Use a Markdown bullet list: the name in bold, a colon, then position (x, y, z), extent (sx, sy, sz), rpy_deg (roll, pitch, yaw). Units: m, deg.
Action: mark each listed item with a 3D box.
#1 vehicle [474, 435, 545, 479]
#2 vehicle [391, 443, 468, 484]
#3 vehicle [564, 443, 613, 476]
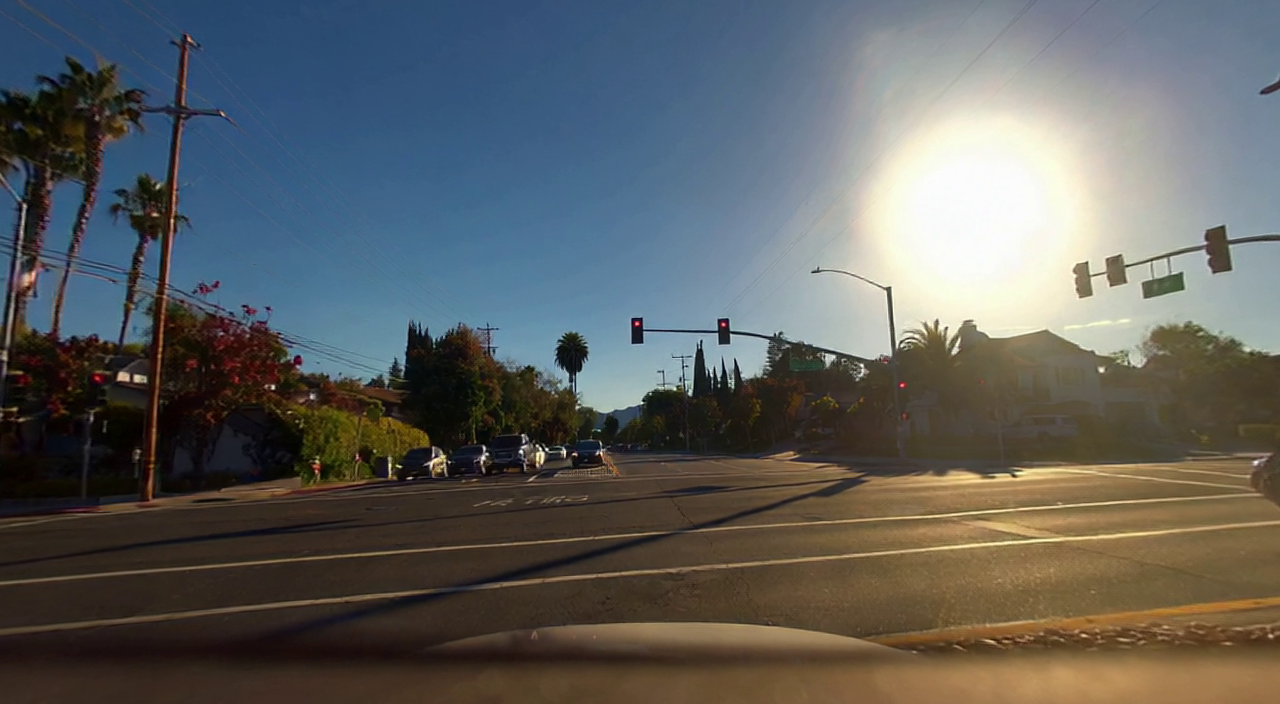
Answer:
- **vehicle**: position (-6.401, 5.233, 31.766), extent (2.479, 1.977, 5.254), rpy_deg (0, -9, -1)
- **vehicle**: position (-10.173, 5.393, 30.981), extent (2.241, 1.819, 4.690), rpy_deg (0, -9, -1)
- **vehicle**: position (-2.415, 5.219, 30.932), extent (2.174, 1.477, 4.805), rpy_deg (0, -9, -2)
